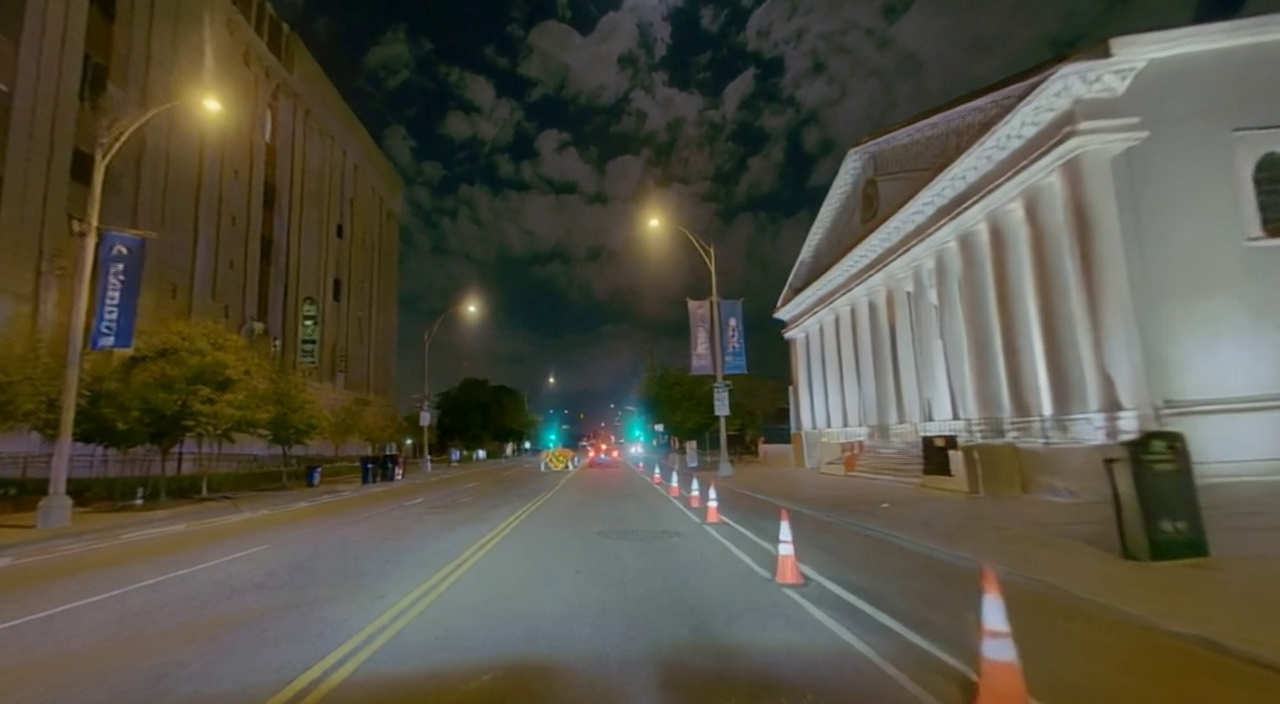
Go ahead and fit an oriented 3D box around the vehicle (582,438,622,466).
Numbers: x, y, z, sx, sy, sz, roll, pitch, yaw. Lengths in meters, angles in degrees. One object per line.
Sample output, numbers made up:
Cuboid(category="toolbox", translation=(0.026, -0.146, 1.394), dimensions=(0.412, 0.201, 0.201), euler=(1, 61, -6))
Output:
Cuboid(category="vehicle", translation=(-2.229, 5.825, 36.807), dimensions=(2.216, 1.492, 4.725), euler=(1, -8, -4))
